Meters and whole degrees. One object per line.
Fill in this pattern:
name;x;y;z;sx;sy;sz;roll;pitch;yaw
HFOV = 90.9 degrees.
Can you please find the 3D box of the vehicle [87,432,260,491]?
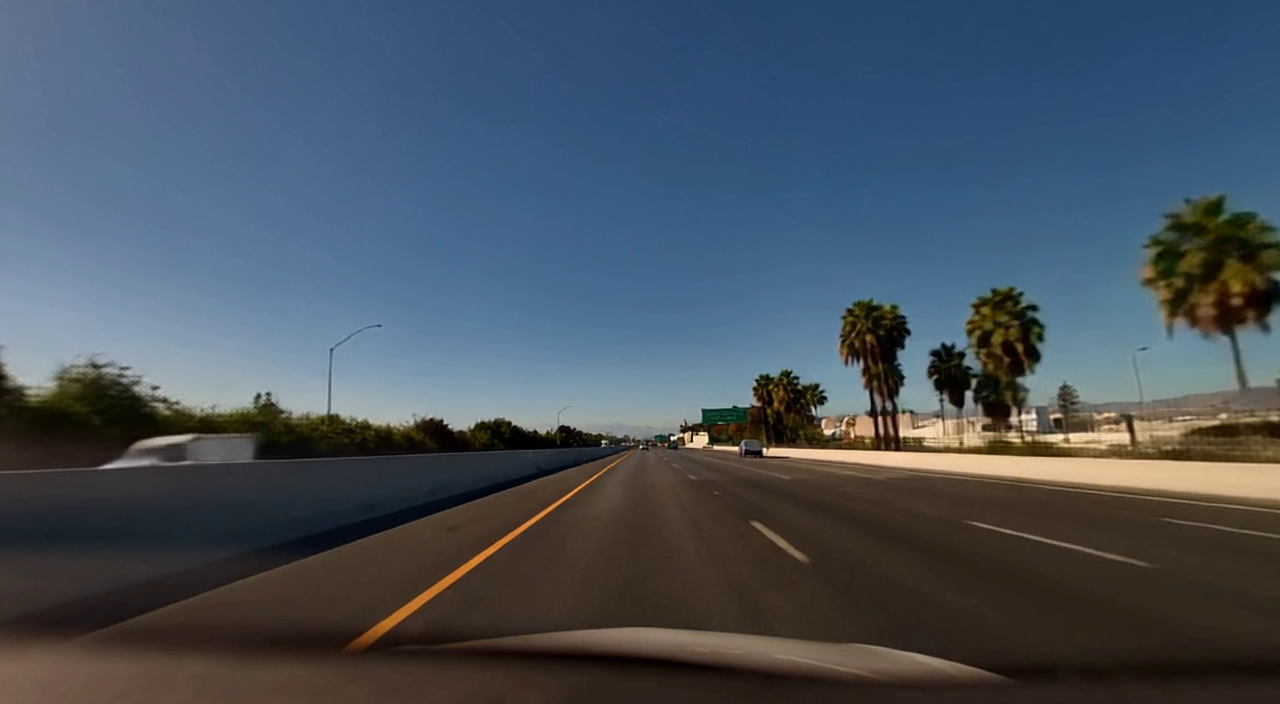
vehicle;-17.342;4.085;23.974;2.355;1.971;5.430;0;-8;1
